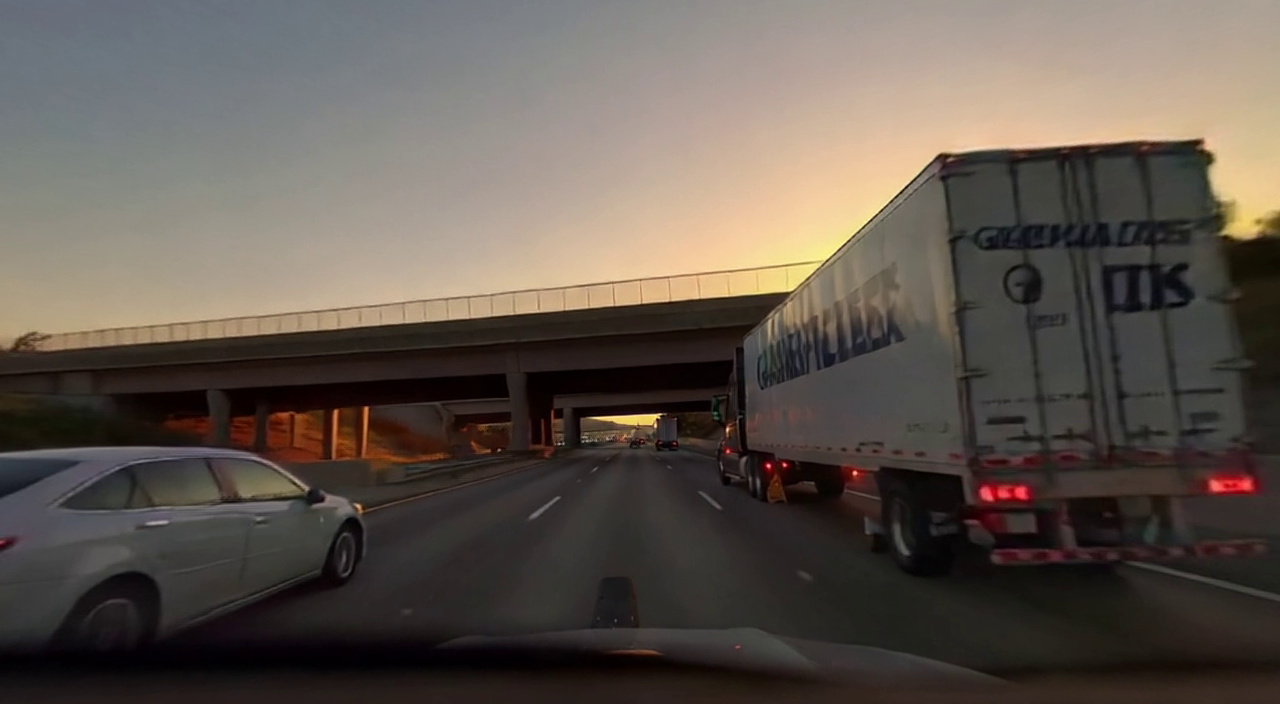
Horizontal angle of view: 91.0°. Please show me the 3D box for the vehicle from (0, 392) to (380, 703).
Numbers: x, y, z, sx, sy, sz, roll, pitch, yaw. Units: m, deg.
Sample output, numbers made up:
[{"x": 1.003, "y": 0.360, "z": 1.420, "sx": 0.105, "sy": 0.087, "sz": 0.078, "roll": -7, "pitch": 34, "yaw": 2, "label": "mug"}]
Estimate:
[{"x": -3.479, "y": 1.143, "z": 3.920, "sx": 1.990, "sy": 1.520, "sz": 4.100, "roll": 0, "pitch": -8, "yaw": 0, "label": "vehicle"}]

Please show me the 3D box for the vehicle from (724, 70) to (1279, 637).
[{"x": 4.238, "y": 0.902, "z": 11.733, "sx": 2.976, "sy": 4.064, "sz": 14.619, "roll": 0, "pitch": -8, "yaw": -1, "label": "vehicle"}]
